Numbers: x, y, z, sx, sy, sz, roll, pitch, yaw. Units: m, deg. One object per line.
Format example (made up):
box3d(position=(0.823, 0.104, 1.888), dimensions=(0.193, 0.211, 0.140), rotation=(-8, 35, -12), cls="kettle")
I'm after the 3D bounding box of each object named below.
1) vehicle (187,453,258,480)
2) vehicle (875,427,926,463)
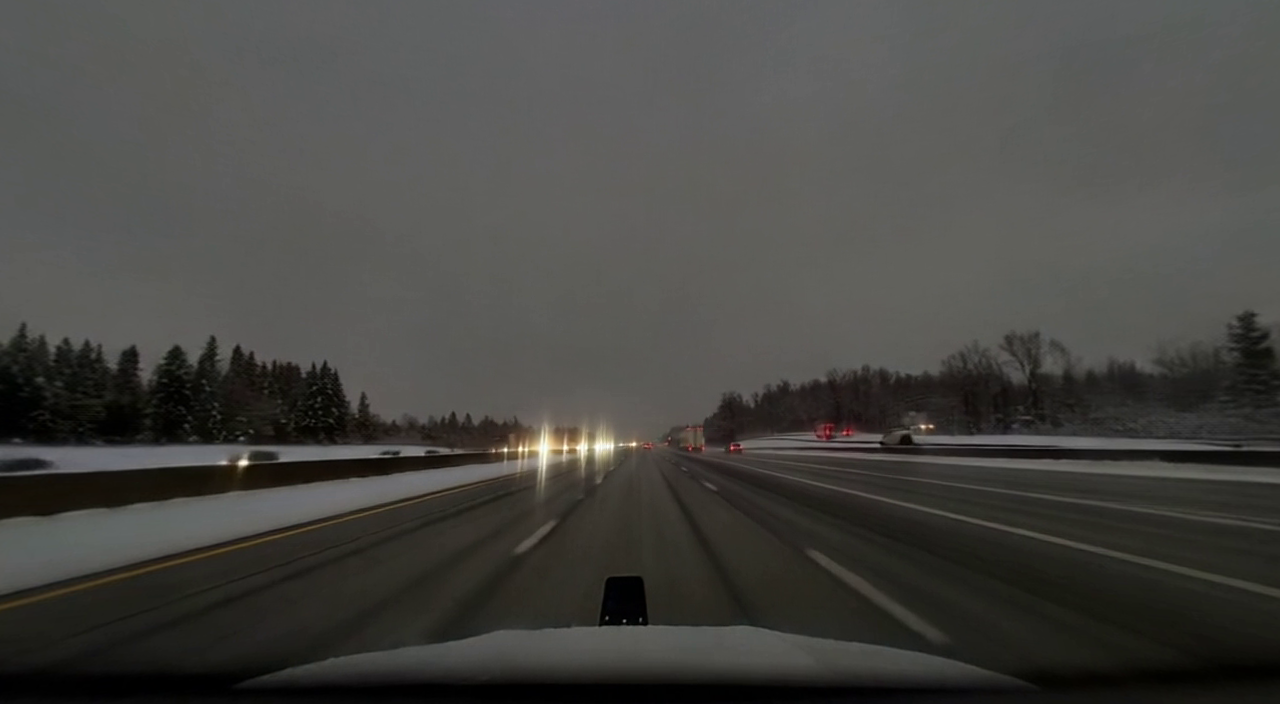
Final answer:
box3d(position=(-27.961, 7.638, 42.367), dimensions=(1.868, 1.609, 4.177), rotation=(0, -8, 0), cls="vehicle")
box3d(position=(20.412, 7.314, 49.608), dimensions=(2.233, 2.695, 3.871), rotation=(0, -8, -2), cls="vehicle")
